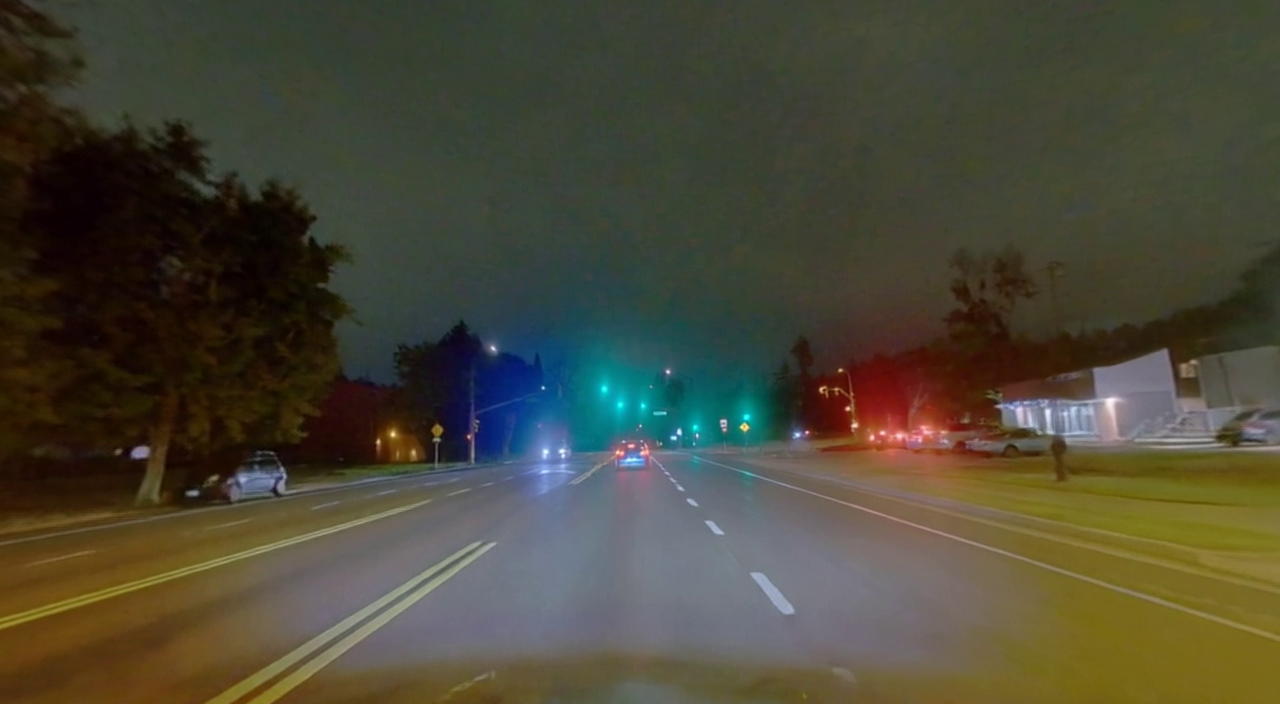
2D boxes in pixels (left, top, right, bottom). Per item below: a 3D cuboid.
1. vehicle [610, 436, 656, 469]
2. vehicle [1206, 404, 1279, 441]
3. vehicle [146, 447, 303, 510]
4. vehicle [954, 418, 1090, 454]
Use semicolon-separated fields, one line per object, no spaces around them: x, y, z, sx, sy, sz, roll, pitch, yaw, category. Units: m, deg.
-0.330;4.854;30.686;2.104;1.462;3.991;0;-9;0;vehicle
28.322;3.126;28.016;4.532;1.545;1.940;-1;-9;-1;vehicle
-12.996;3.946;20.192;1.957;1.754;4.393;0;-9;1;vehicle
16.721;3.705;27.804;4.658;1.495;1.978;0;-9;0;vehicle
